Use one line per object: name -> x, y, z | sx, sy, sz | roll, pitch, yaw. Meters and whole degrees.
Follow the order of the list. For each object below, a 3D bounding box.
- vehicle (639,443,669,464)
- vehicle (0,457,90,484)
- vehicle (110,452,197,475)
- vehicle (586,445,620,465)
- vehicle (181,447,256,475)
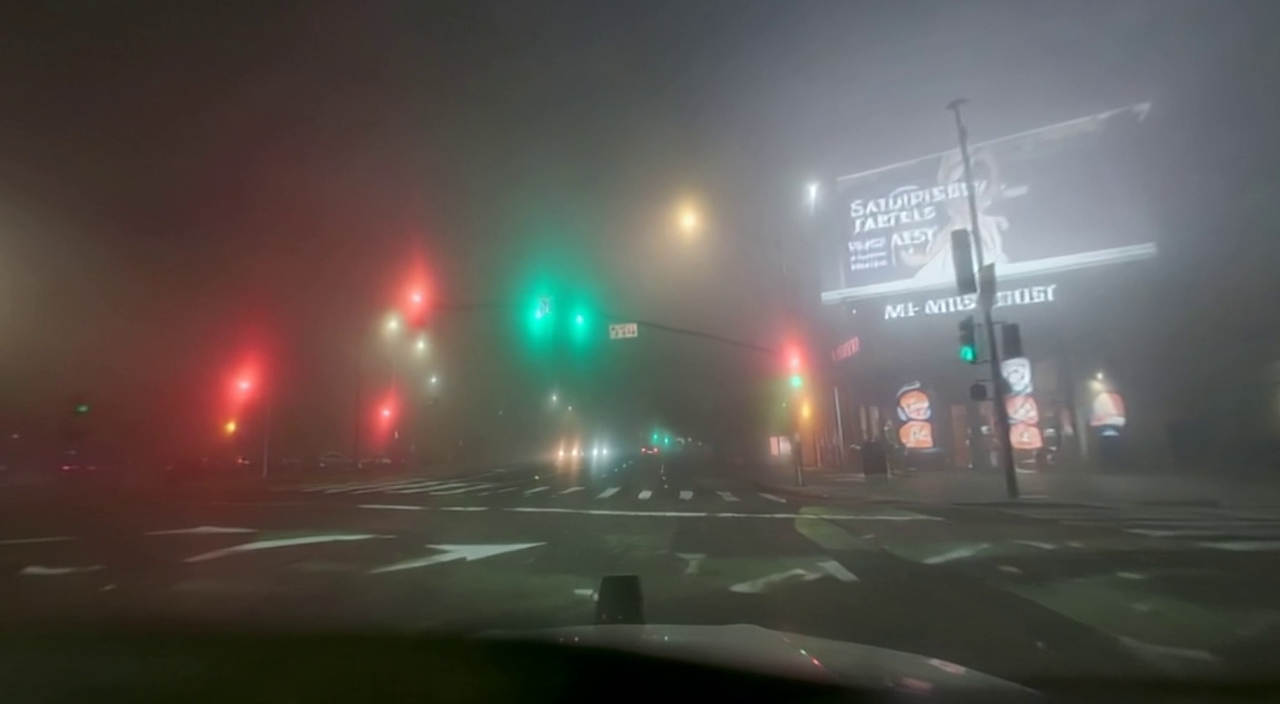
vehicle -> 1.053, 7.722, 48.105 | 2.168, 1.545, 4.047 | 0, -9, 1
vehicle -> -35.422, 6.867, 36.890 | 1.826, 1.432, 4.530 | -5, -10, 29
vehicle -> -34.509, 7.902, 44.958 | 1.802, 1.549, 4.439 | -5, -10, 27
vehicle -> -2.634, 7.514, 46.197 | 1.962, 1.420, 4.021 | -1, -9, 4
vehicle -> -28.269, 7.263, 42.455 | 1.643, 1.755, 3.666 | -5, -10, 34
